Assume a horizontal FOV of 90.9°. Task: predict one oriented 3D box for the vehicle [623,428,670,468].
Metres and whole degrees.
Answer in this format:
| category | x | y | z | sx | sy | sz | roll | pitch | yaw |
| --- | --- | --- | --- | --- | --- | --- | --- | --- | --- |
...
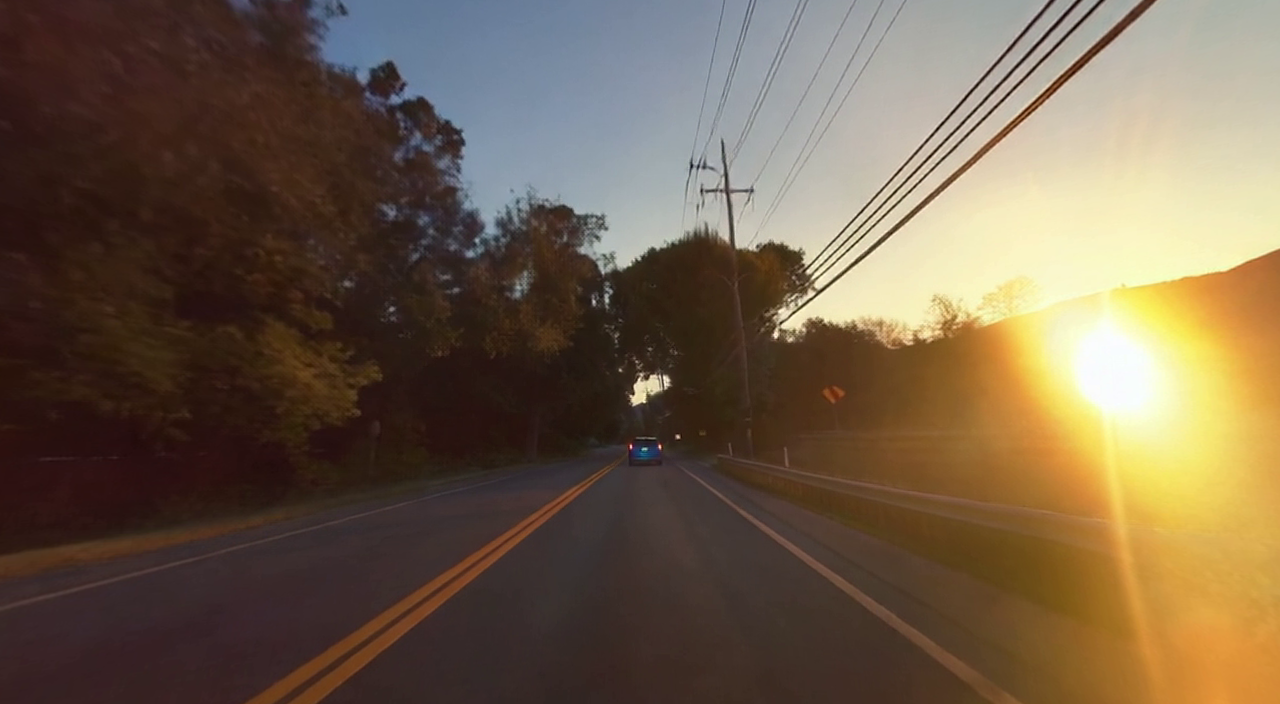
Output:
| category | x | y | z | sx | sy | sz | roll | pitch | yaw |
| --- | --- | --- | --- | --- | --- | --- | --- | --- | --- |
| vehicle | 0.325 | 5.369 | 35.420 | 2.468 | 2.056 | 4.422 | 0 | -8 | 0 |
